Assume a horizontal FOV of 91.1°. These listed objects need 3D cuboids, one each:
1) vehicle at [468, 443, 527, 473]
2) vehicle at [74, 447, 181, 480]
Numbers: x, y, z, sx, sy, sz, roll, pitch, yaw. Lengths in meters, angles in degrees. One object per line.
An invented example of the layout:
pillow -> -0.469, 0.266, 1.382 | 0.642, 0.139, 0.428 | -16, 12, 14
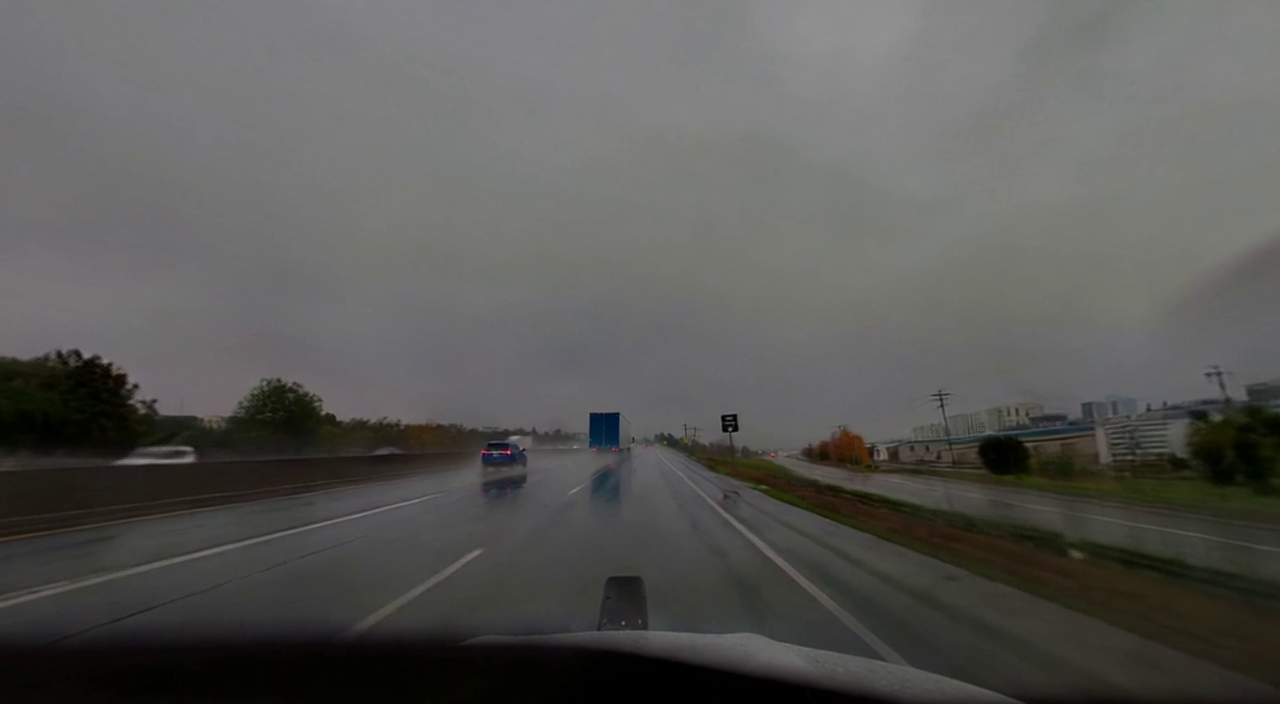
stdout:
vehicle -> -7.411, 5.546, 33.182 | 1.901, 1.467, 4.629 | 0, -8, 2
vehicle -> -29.026, 6.301, 35.792 | 2.059, 1.718, 4.643 | 0, -8, 1
